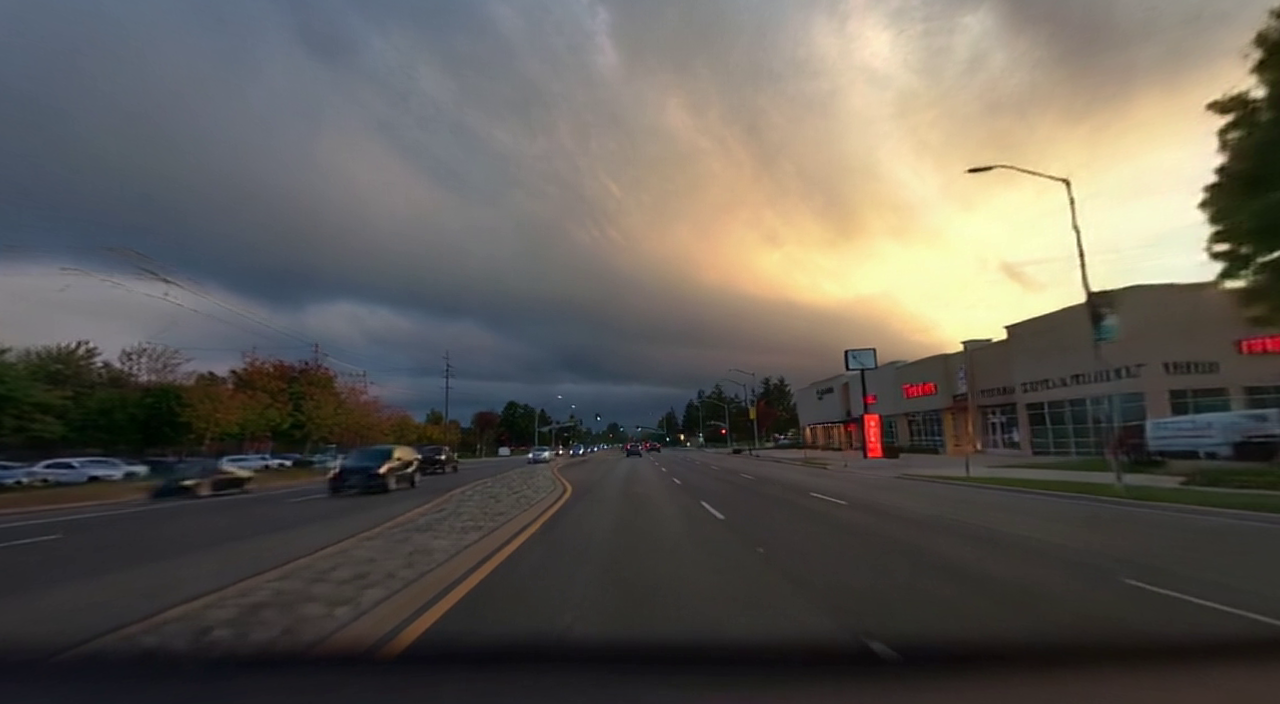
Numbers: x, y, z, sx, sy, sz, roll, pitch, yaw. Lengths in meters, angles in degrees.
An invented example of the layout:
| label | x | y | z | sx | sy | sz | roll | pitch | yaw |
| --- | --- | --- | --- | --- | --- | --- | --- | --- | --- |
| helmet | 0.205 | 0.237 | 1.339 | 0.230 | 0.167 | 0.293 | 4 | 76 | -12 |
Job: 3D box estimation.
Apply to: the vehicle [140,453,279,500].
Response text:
| label | x | y | z | sx | sy | sz | roll | pitch | yaw |
| --- | --- | --- | --- | --- | --- | --- | --- | --- | --- |
| vehicle | -15.200 | 4.390 | 22.677 | 1.844 | 1.472 | 4.429 | 0 | -9 | 0 |

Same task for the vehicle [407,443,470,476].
| label | x | y | z | sx | sy | sz | roll | pitch | yaw |
| --- | --- | --- | --- | --- | --- | --- | --- | --- | --- |
| vehicle | -11.746 | 6.287 | 37.239 | 2.066 | 1.798 | 4.838 | 0 | -9 | 0 |

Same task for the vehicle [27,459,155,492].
| label | x | y | z | sx | sy | sz | roll | pitch | yaw |
| --- | --- | --- | --- | --- | --- | --- | --- | --- | --- |
| vehicle | -28.009 | 6.296 | 32.434 | 4.496 | 1.428 | 1.979 | 3 | -11 | -26 |

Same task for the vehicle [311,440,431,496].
| label | x | y | z | sx | sy | sz | roll | pitch | yaw |
| --- | --- | --- | --- | --- | --- | --- | --- | --- | --- |
| vehicle | -8.818 | 3.831 | 21.219 | 2.043 | 1.651 | 4.441 | 0 | -9 | 0 |
